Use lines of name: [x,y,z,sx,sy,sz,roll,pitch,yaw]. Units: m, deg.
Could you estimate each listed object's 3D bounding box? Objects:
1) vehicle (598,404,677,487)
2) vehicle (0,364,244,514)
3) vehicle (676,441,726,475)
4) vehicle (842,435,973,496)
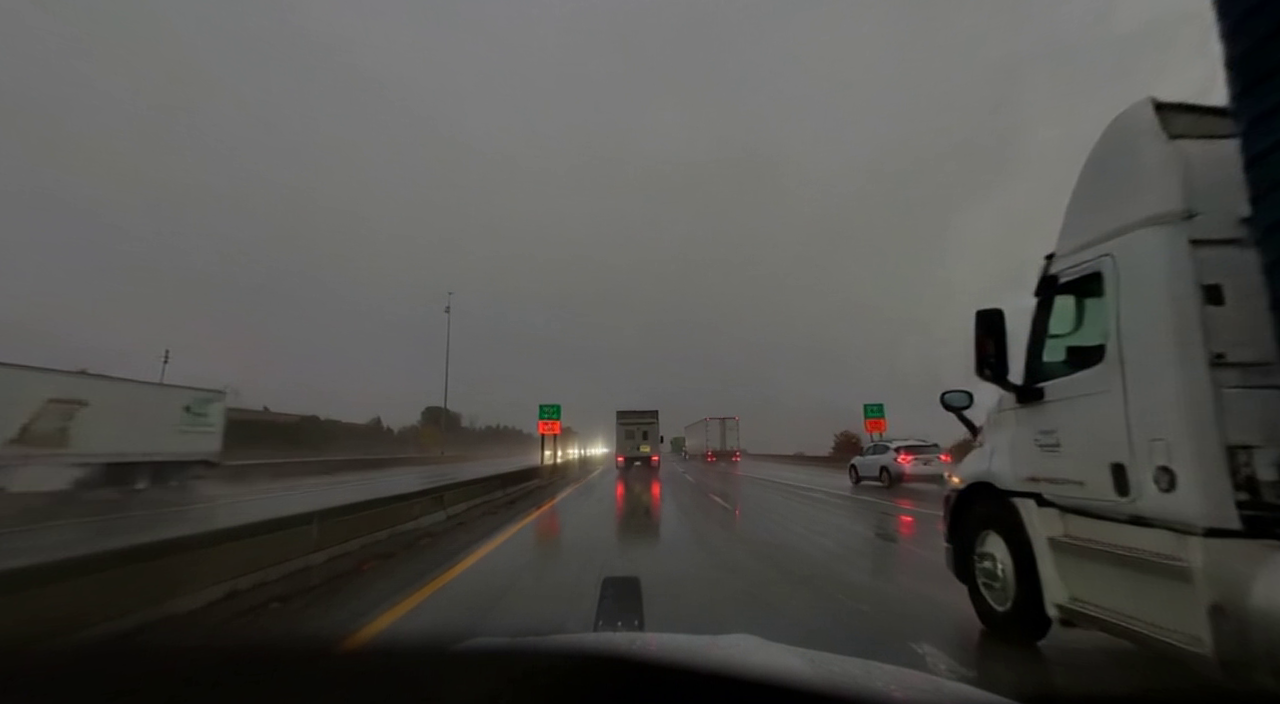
vehicle: [0.076,3.583,24.053,2.506,2.743,6.093,-1,-9,5]
vehicle: [-17.859,3.007,21.460,2.923,4.093,8.576,0,-9,-1]
vehicle: [3.122,5.541,32.997,2.127,1.642,3.899,0,-9,-1]
vehicle: [7.475,3.210,17.987,1.988,1.534,3.763,0,-9,-1]
